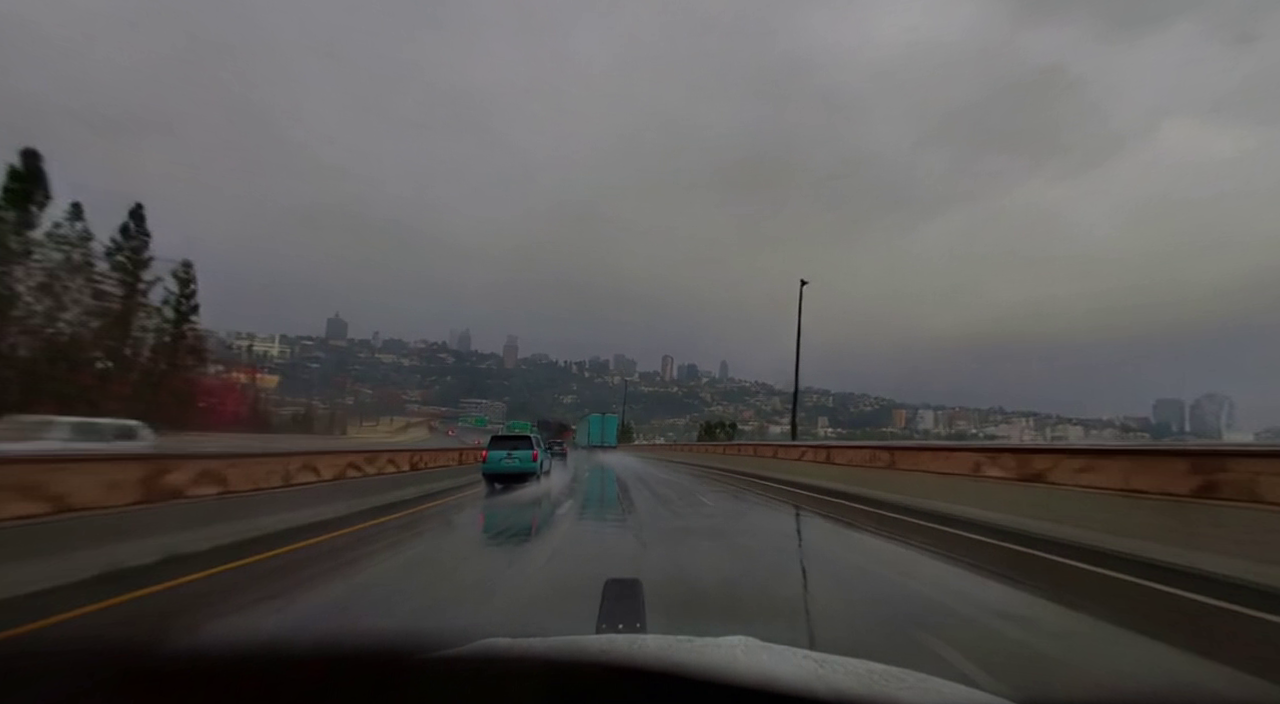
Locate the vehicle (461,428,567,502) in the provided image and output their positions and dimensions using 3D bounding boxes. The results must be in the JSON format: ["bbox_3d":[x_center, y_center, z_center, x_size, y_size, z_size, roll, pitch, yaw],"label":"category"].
[{"bbox_3d":[-3.269,3.031,17.297,2.041,1.734,4.391,1,-9,-1],"label":"vehicle"}]

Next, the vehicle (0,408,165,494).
[{"bbox_3d":[-13.251,2.145,13.736,2.187,1.625,4.614,0,-9,-1],"label":"vehicle"}]
